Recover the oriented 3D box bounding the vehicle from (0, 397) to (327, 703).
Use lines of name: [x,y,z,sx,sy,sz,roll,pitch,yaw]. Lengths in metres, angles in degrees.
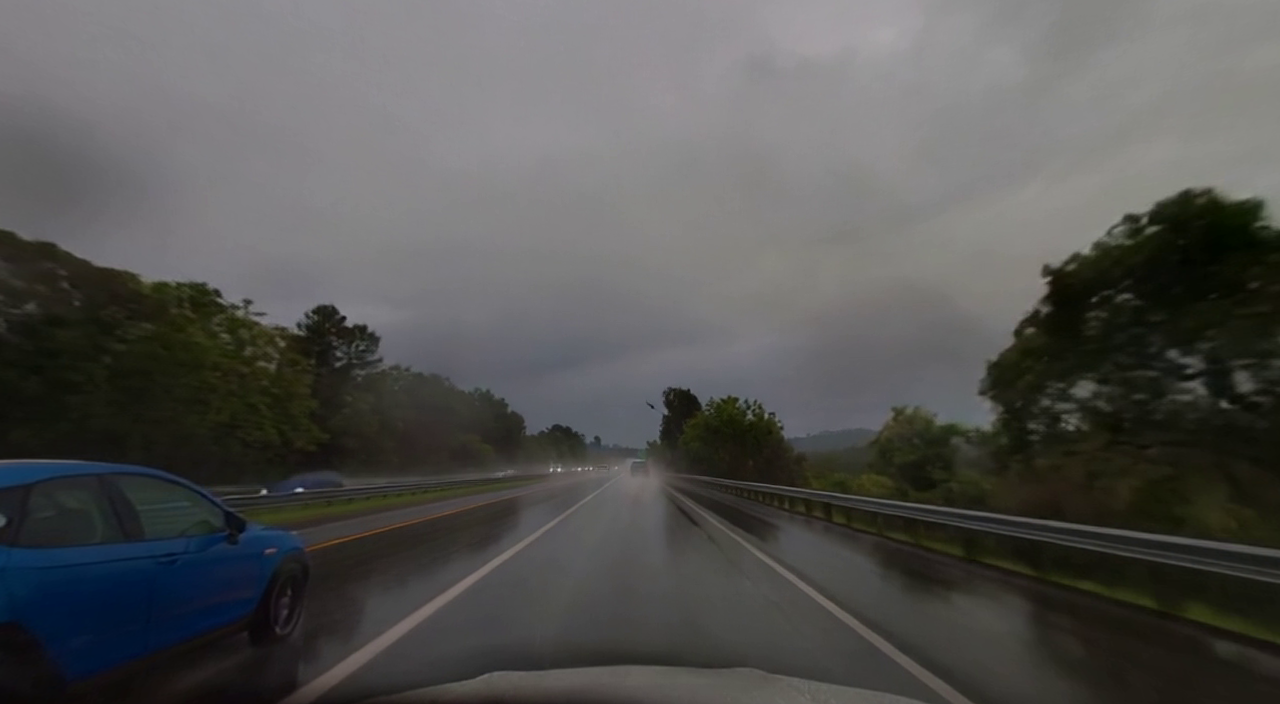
vehicle: [-3.551,1.025,2.997,2.017,1.516,4.041,1,-11,0]
